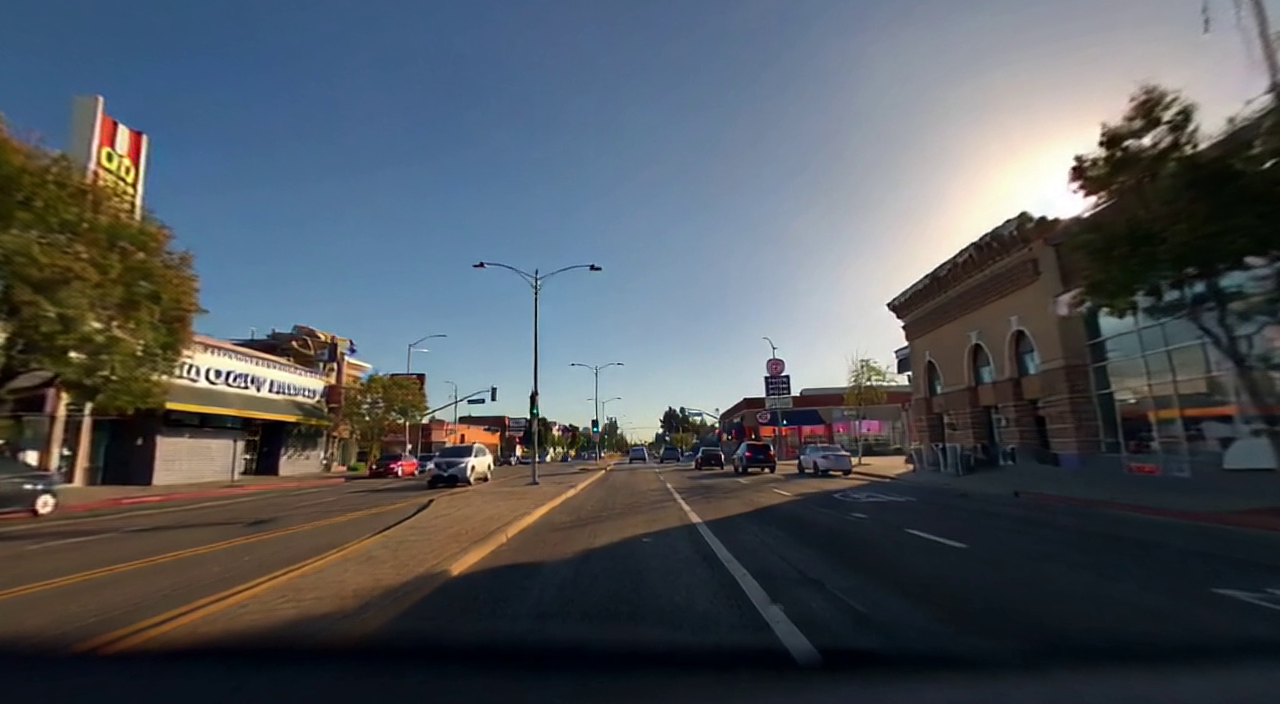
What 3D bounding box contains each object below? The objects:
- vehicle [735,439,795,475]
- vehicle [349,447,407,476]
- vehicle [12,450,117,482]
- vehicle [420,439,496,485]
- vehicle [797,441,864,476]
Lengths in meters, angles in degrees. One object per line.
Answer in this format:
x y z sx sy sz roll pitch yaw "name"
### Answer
6.268 5.344 32.299 1.974 1.679 4.611 0 -9 -2 "vehicle"
-17.928 7.618 43.544 1.944 1.794 4.849 0 -12 0 "vehicle"
-34.114 6.842 37.661 1.821 1.531 4.703 -3 -13 0 "vehicle"
-7.865 4.801 27.826 1.946 1.794 4.799 0 -9 -1 "vehicle"
9.887 5.556 33.177 2.019 1.694 4.491 0 -9 -1 "vehicle"
